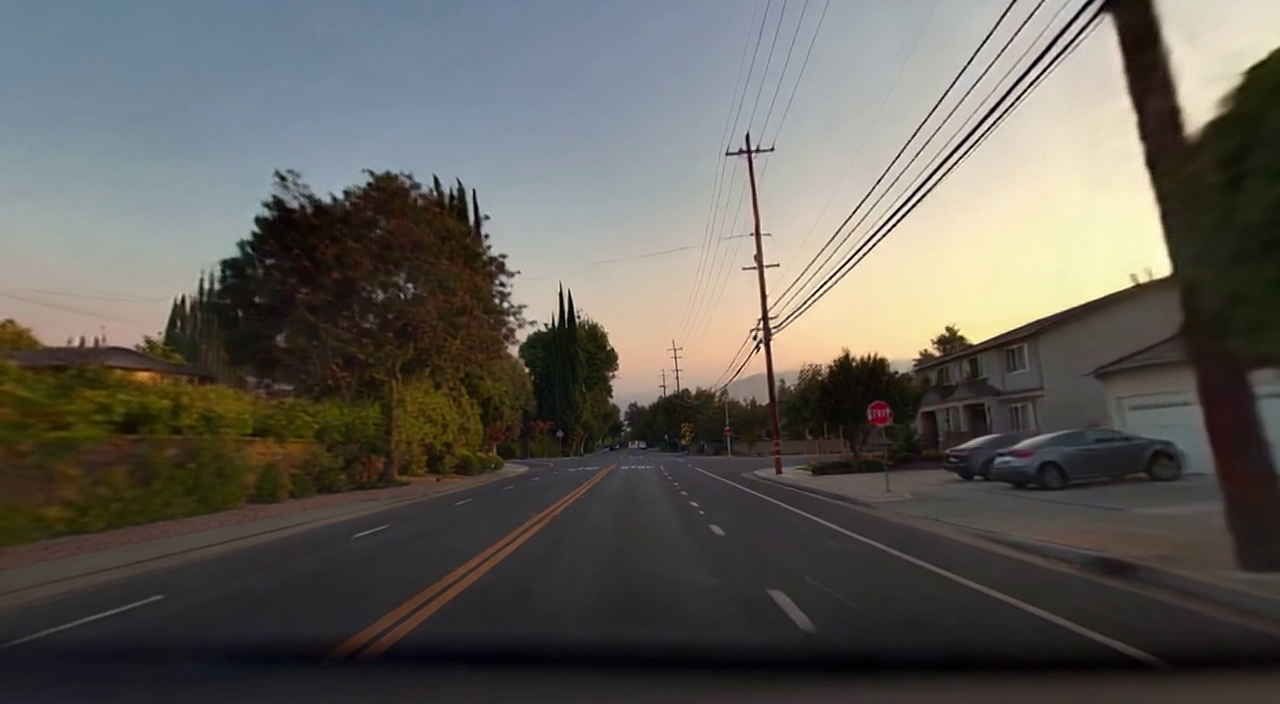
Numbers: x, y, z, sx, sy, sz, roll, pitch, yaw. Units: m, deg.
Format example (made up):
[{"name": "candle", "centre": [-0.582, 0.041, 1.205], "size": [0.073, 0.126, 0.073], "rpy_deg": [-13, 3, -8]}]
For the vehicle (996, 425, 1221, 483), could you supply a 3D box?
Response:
[{"name": "vehicle", "centre": [12.761, 2.799, 17.459], "size": [4.650, 1.484, 1.929], "rpy_deg": [0, -8, -1]}]
